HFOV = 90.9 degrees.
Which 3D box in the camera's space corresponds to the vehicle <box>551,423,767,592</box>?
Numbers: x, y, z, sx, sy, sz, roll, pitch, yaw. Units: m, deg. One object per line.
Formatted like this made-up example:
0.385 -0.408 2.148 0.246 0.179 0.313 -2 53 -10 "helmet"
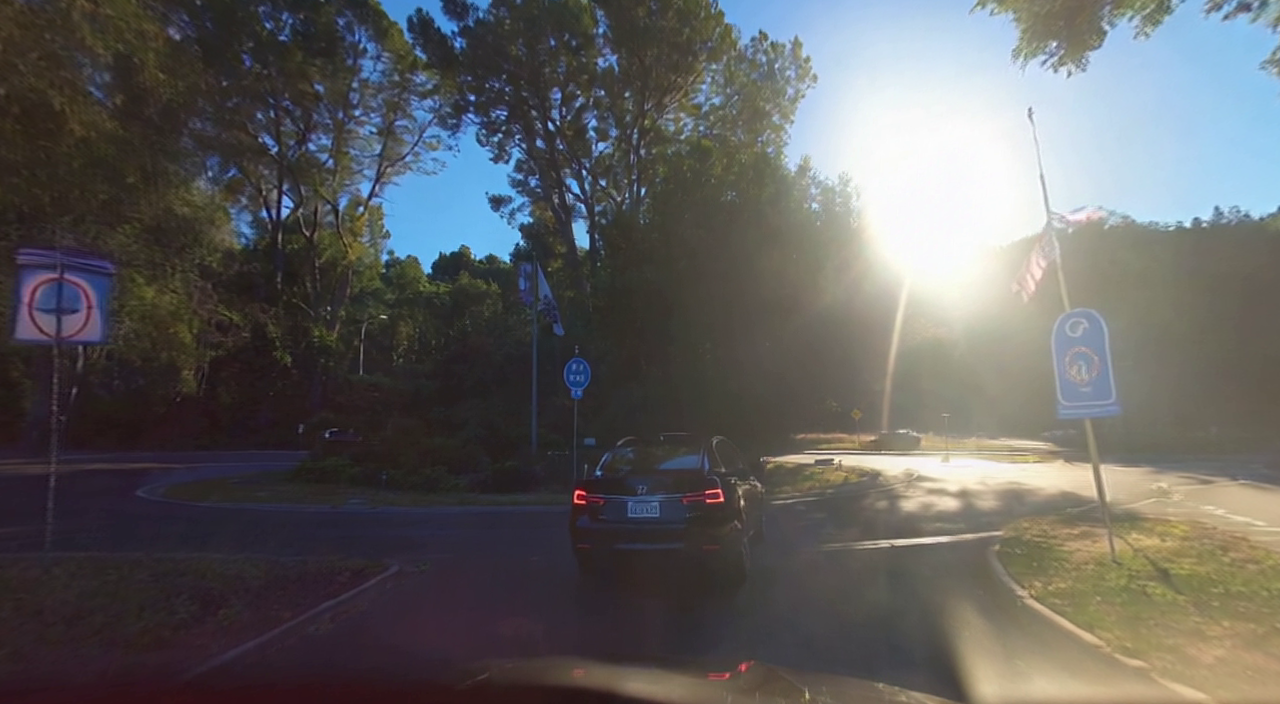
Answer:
0.540 1.842 8.289 2.078 1.607 4.010 -2 -9 12 "vehicle"
